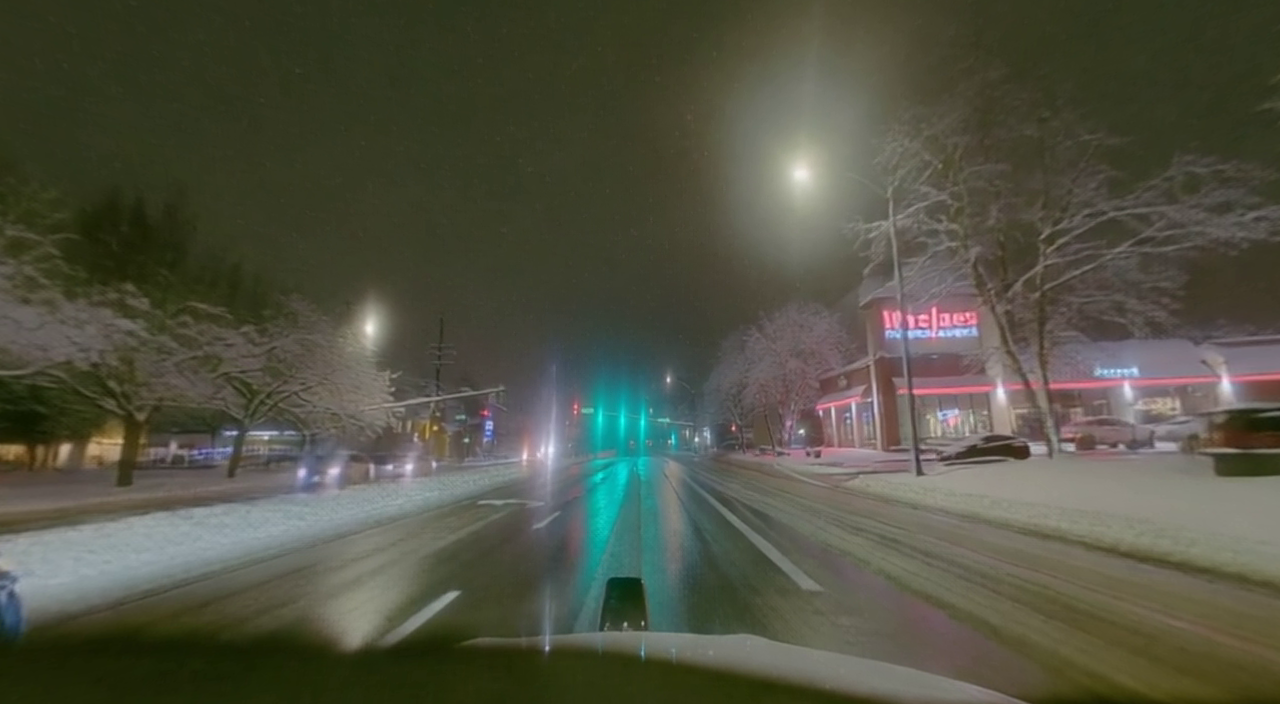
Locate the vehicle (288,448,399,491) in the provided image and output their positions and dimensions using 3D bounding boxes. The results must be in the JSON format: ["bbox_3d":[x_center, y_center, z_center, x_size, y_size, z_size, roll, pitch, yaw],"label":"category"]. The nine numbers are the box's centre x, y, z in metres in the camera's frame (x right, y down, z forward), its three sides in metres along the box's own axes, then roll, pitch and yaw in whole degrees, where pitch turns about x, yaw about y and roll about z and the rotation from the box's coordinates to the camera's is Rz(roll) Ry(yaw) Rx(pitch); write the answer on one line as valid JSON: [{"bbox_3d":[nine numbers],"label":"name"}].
[{"bbox_3d":[-11.472,4.547,24.782,2.241,1.455,4.343,0,-8,0],"label":"vehicle"}]

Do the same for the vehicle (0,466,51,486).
[{"bbox_3d":[-49.669,9.729,49.495,4.933,1.422,1.982,-1,-9,3],"label":"vehicle"}]
